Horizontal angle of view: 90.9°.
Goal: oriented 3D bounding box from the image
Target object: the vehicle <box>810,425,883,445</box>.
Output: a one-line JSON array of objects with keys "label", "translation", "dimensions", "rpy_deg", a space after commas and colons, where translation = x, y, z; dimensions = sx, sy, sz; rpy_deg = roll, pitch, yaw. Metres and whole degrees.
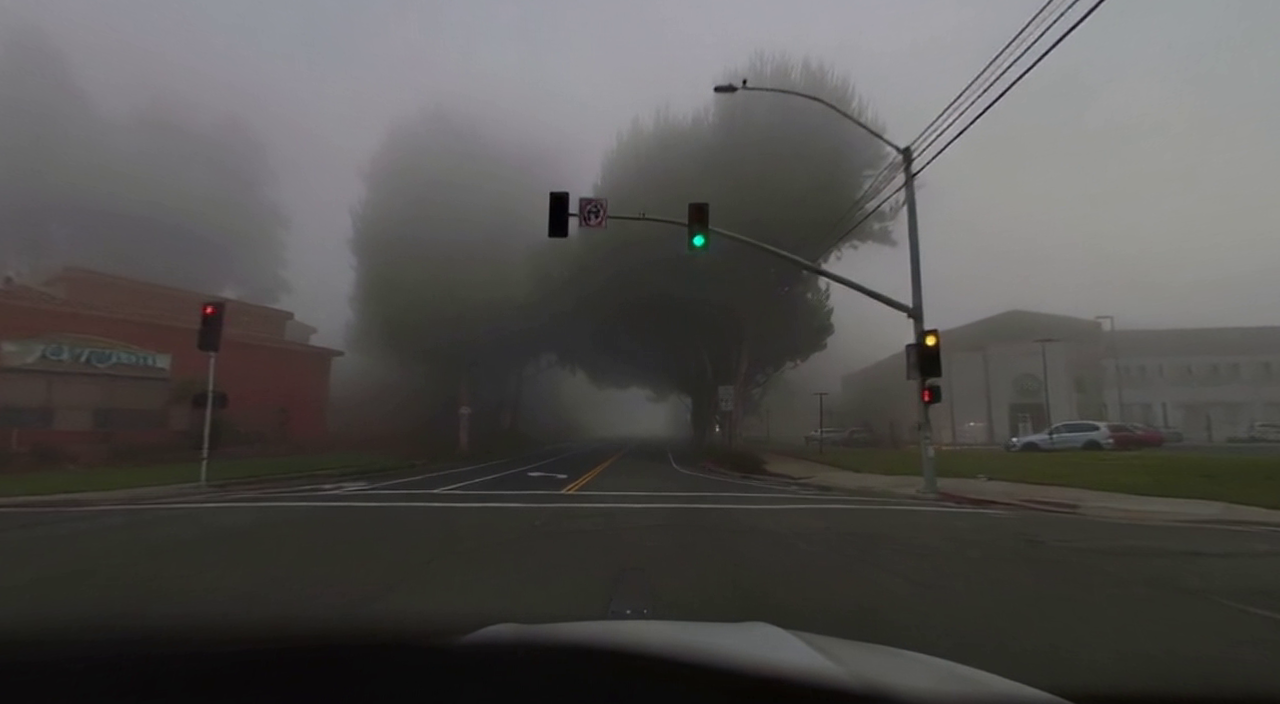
[{"label": "vehicle", "translation": [14.958, 6.041, 45.768], "dimensions": [4.693, 1.437, 1.799], "rpy_deg": [0, -8, 3]}]
